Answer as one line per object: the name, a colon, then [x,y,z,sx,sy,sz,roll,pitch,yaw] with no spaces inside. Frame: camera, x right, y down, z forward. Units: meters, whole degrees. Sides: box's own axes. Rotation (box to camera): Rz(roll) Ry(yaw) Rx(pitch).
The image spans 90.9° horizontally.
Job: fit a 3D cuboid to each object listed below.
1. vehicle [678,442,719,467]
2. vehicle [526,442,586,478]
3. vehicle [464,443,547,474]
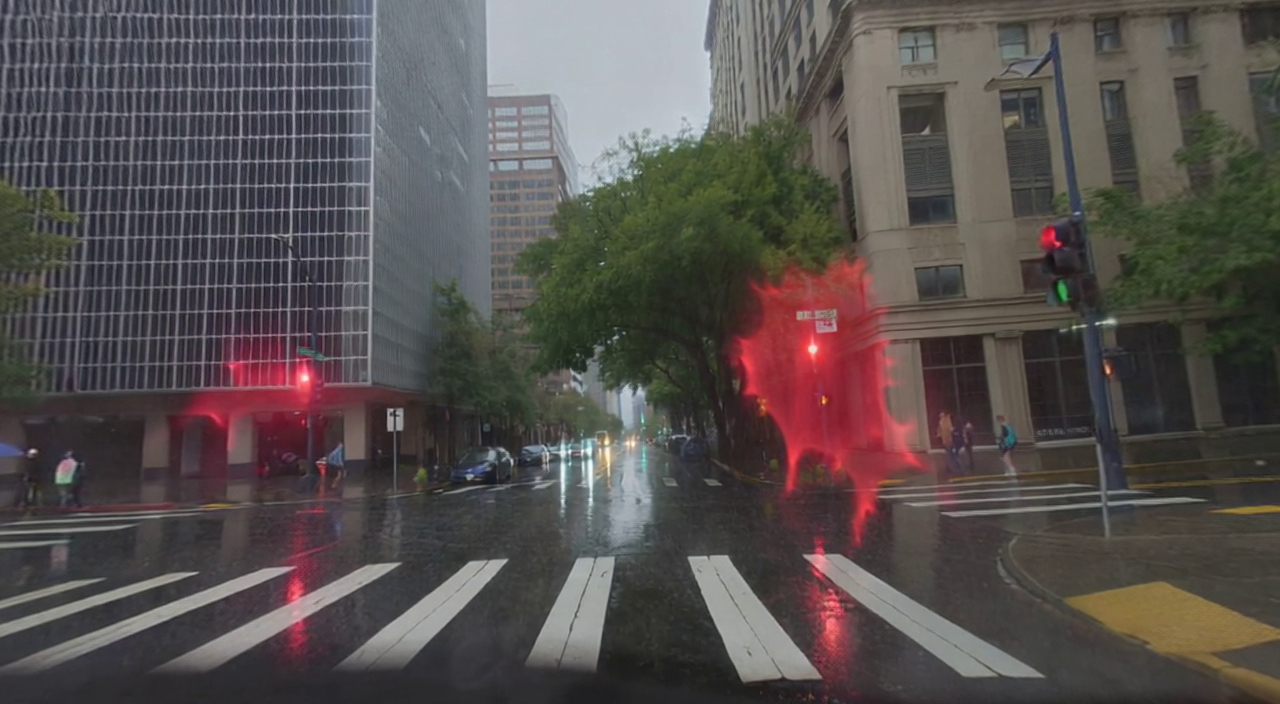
vehicle: [3.536,6.282,38.862,1.853,1.426,4.160,1,-8,-3]
vehicle: [-3.673,4.816,28.462,1.989,1.481,4.500,0,-8,1]
vehicle: [-8.033,6.369,38.009,1.963,1.726,4.526,-8,-12,44]
